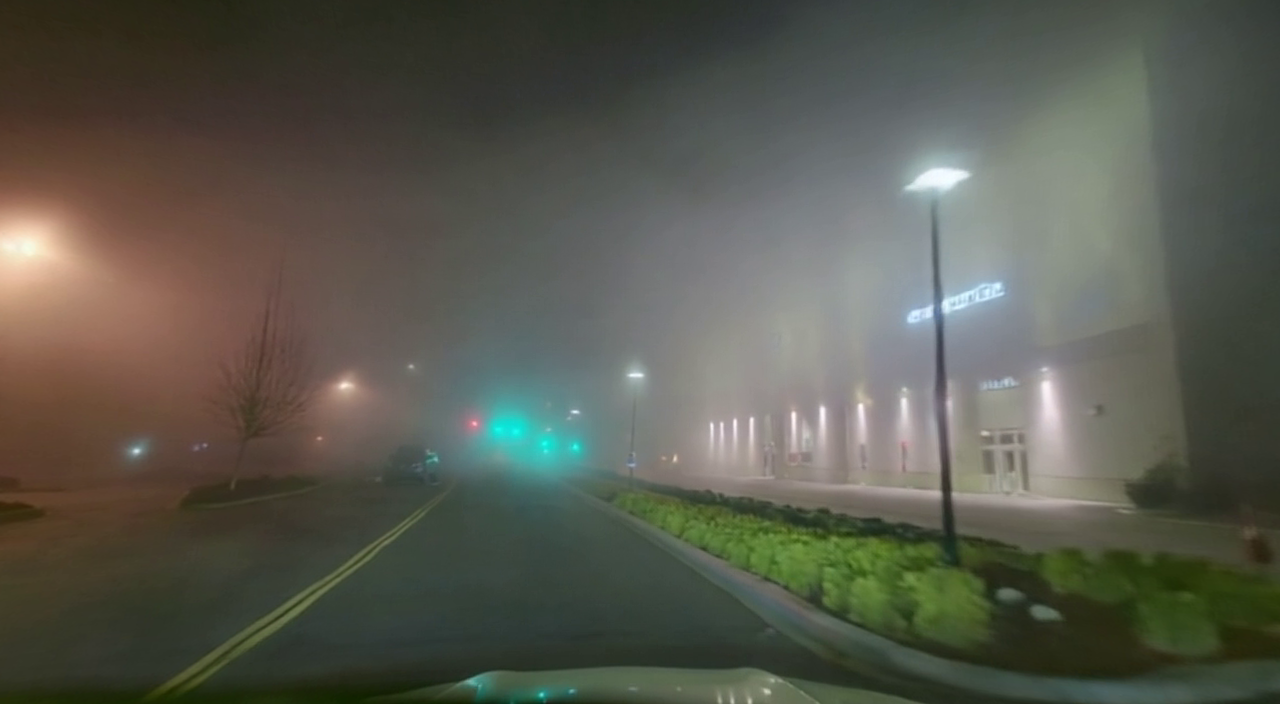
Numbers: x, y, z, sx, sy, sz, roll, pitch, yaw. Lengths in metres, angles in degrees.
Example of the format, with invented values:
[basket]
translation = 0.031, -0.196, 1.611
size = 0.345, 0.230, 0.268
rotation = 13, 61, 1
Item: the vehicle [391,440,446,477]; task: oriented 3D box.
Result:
[vehicle]
translation = -11.868, 5.707, 34.160
size = 2.180, 1.806, 4.541
rotation = 2, -9, -12
